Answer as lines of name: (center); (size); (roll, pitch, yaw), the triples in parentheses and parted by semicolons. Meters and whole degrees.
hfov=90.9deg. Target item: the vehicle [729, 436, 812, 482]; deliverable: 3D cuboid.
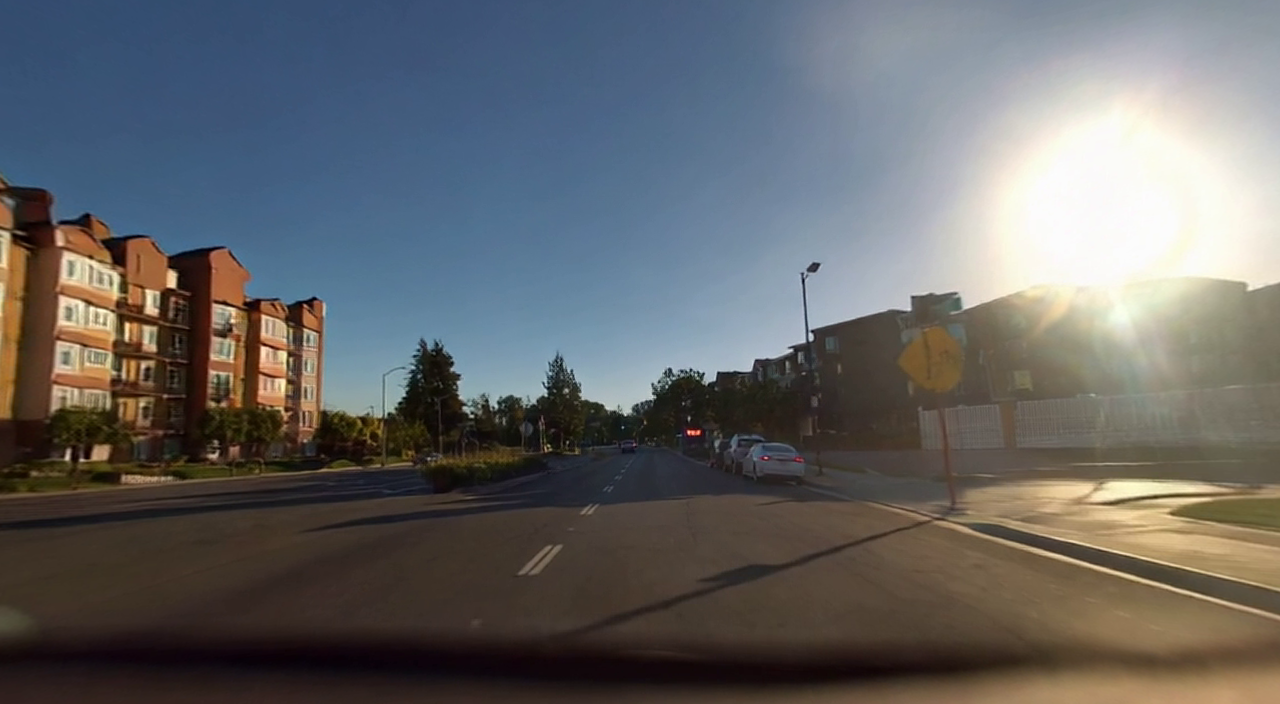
vehicle: (4.700, 3.930, 23.557); (2.085, 1.509, 5.134); (0, -8, 1)
